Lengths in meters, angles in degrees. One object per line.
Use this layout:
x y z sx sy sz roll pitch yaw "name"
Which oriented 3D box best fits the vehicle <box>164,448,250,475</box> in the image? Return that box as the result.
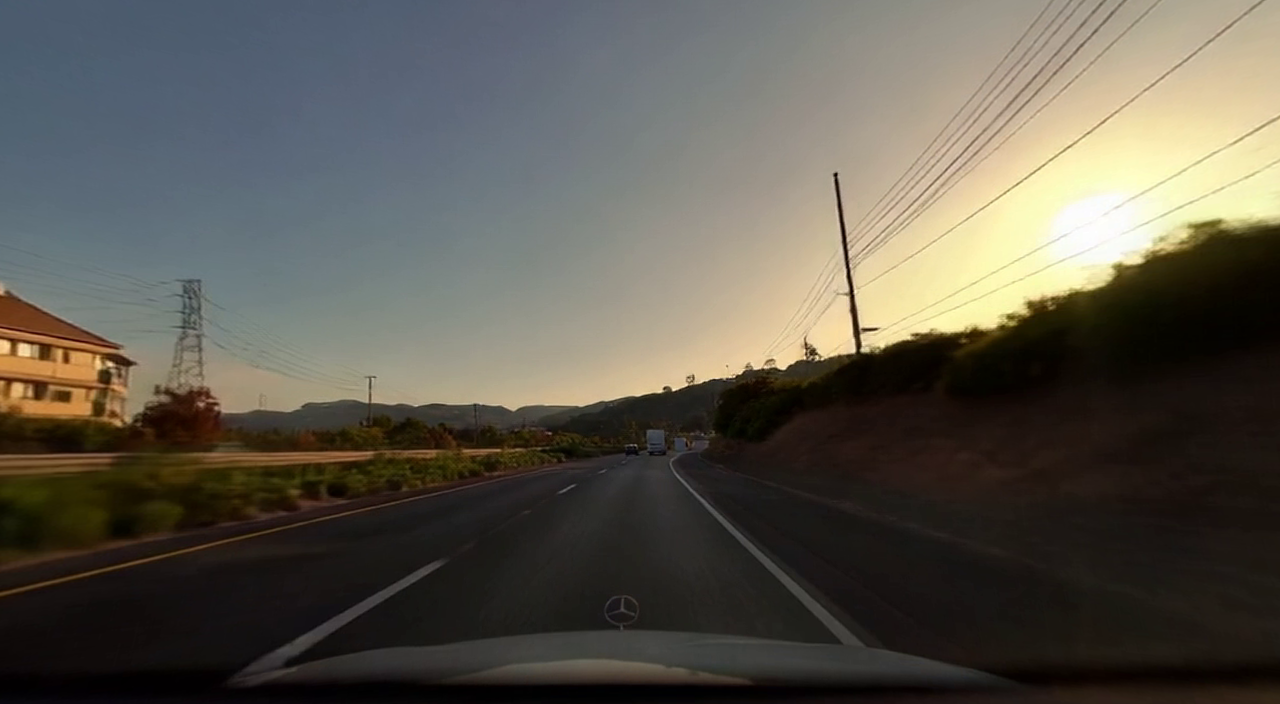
-26.733 6.761 39.072 1.872 1.530 4.747 0 -9 1 "vehicle"
